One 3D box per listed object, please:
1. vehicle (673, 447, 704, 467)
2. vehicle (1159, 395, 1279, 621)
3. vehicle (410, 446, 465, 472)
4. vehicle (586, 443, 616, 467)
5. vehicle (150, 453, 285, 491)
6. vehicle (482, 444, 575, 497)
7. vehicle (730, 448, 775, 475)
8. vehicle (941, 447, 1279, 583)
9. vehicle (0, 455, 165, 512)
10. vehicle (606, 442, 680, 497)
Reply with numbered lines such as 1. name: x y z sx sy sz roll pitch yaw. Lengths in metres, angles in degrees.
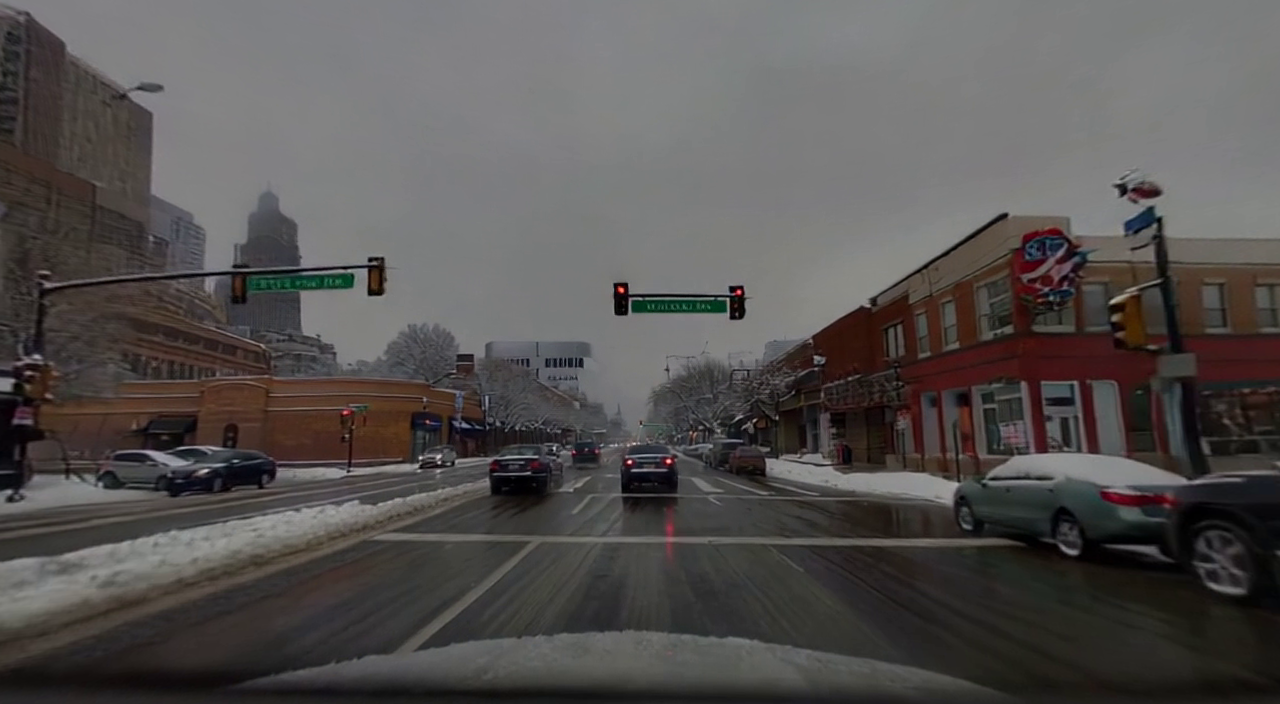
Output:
1. vehicle: 3.680 8.069 48.482 2.047 1.463 4.514 0 -9 0
2. vehicle: 6.448 1.070 3.723 2.289 1.867 5.322 0 -9 2
3. vehicle: -14.364 7.592 44.924 2.161 1.704 4.554 -1 -9 4
4. vehicle: -2.950 7.964 48.805 2.007 1.736 4.185 0 -9 1
5. vehicle: -18.701 5.253 27.911 5.163 1.510 2.174 -3 -9 19
6. vehicle: -3.276 3.568 19.417 1.950 1.450 4.257 0 -9 2
7. vehicle: 6.763 6.620 38.350 1.944 1.462 4.406 0 -9 0
8. vehicle: 6.522 2.137 9.259 1.899 1.453 4.610 0 -9 0
9. vehicle: -17.307 3.951 19.411 1.774 1.436 4.473 0 -9 1
10. vehicle: 0.095 3.528 19.362 2.037 1.484 4.073 0 -9 0
